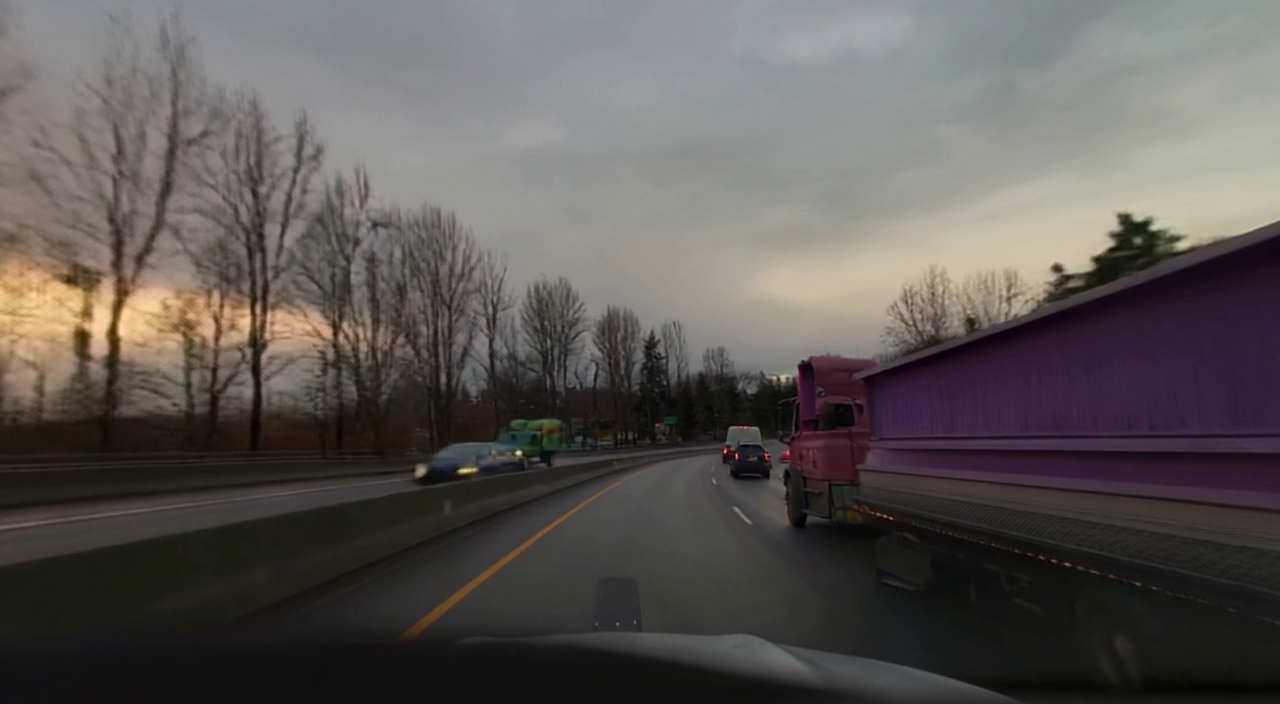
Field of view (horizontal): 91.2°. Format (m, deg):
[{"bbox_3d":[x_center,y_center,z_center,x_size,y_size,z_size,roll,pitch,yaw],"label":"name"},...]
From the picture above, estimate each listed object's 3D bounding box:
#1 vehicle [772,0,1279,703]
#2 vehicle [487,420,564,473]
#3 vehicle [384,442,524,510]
[{"bbox_3d":[3.926,0.649,4.622,2.916,3.563,14.462,0,-9,1],"label":"vehicle"},{"bbox_3d":[-6.453,5.510,36.387,2.492,2.808,5.904,-2,-9,10],"label":"vehicle"},{"bbox_3d":[-4.708,3.206,16.677,2.054,1.525,4.441,-1,-9,5],"label":"vehicle"}]
